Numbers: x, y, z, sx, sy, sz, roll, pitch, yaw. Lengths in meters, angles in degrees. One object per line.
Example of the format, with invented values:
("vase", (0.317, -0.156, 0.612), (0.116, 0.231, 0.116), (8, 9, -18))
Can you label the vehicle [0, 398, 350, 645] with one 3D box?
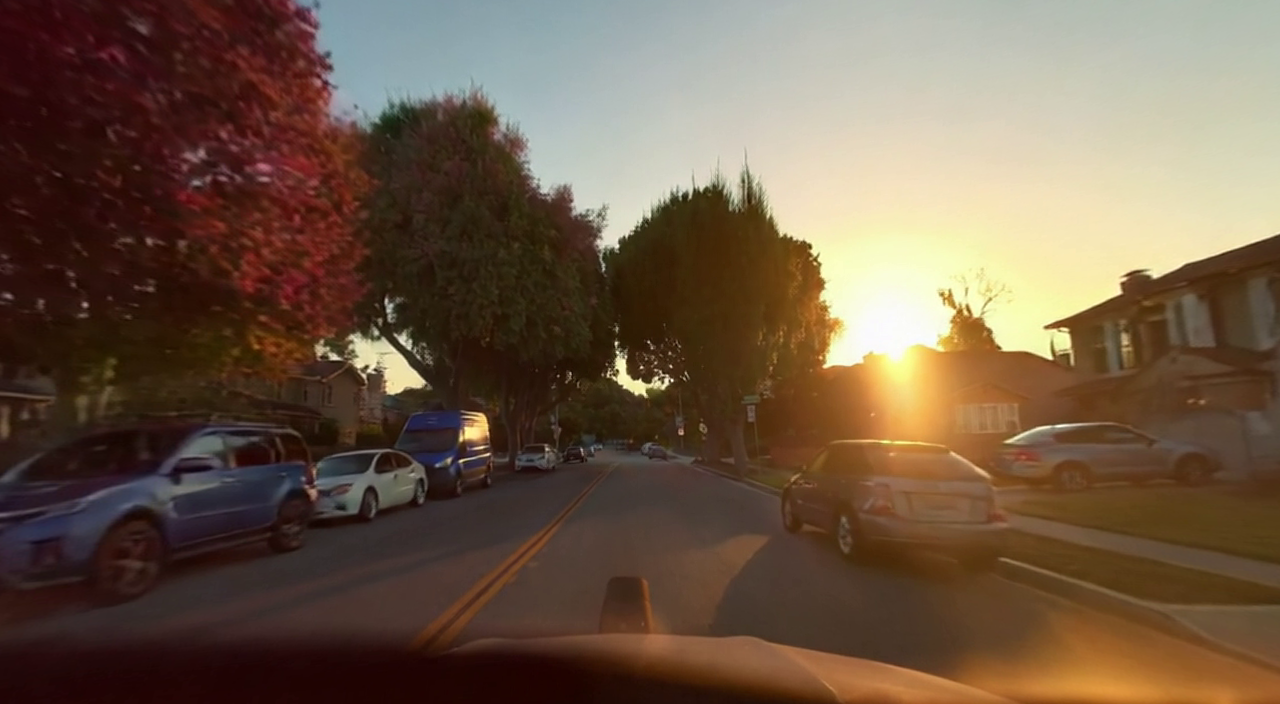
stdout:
("vehicle", (-5.460, 1.596, 7.122), (2.090, 1.855, 4.494), (0, -8, 2))

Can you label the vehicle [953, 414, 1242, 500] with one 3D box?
("vehicle", (9.201, 2.127, 12.989), (4.365, 1.597, 2.112), (1, -8, -4))

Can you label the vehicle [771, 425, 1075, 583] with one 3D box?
("vehicle", (3.223, 1.790, 8.435), (1.945, 1.514, 4.552), (0, -8, 0))

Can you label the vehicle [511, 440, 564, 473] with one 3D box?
("vehicle", (-5.235, 5.382, 32.683), (2.038, 1.571, 4.524), (0, -8, -1))

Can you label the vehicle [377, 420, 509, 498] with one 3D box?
("vehicle", (-5.705, 3.174, 19.197), (2.315, 2.008, 5.343), (0, -8, 0))
